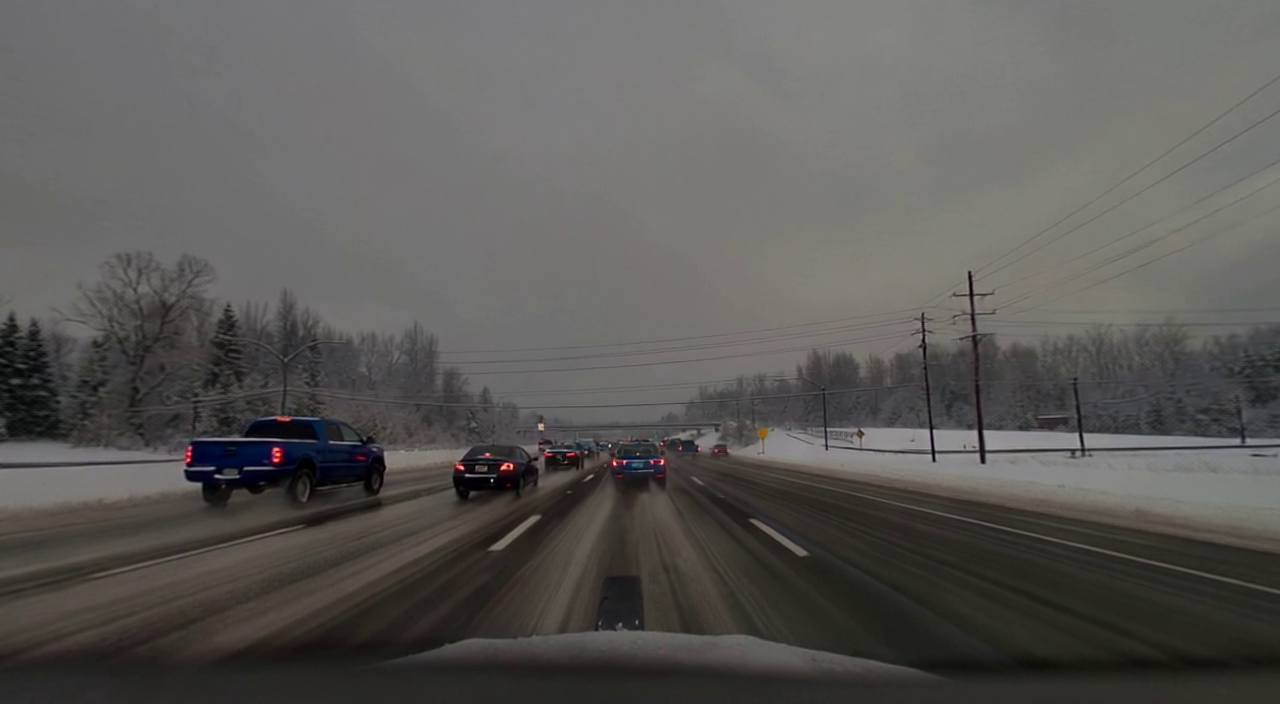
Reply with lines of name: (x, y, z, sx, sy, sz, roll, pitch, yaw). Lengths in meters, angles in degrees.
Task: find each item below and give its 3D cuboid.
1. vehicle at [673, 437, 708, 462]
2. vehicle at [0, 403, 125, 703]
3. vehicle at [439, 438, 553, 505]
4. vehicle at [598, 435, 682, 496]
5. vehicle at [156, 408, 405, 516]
vehicle: (3.765, 7.357, 47.814, 2.113, 1.800, 5.376, 0, -8, -1)
vehicle: (-3.582, 0.702, 0.773, 1.955, 1.481, 4.604, 0, -8, 1)
vehicle: (-3.416, 2.895, 15.806, 1.899, 1.437, 4.131, 0, -8, 0)
vehicle: (-0.023, 3.188, 18.202, 2.102, 1.499, 4.439, 0, -8, -1)
vehicle: (-7.523, 2.395, 14.223, 2.194, 1.922, 5.637, 0, -8, 1)
